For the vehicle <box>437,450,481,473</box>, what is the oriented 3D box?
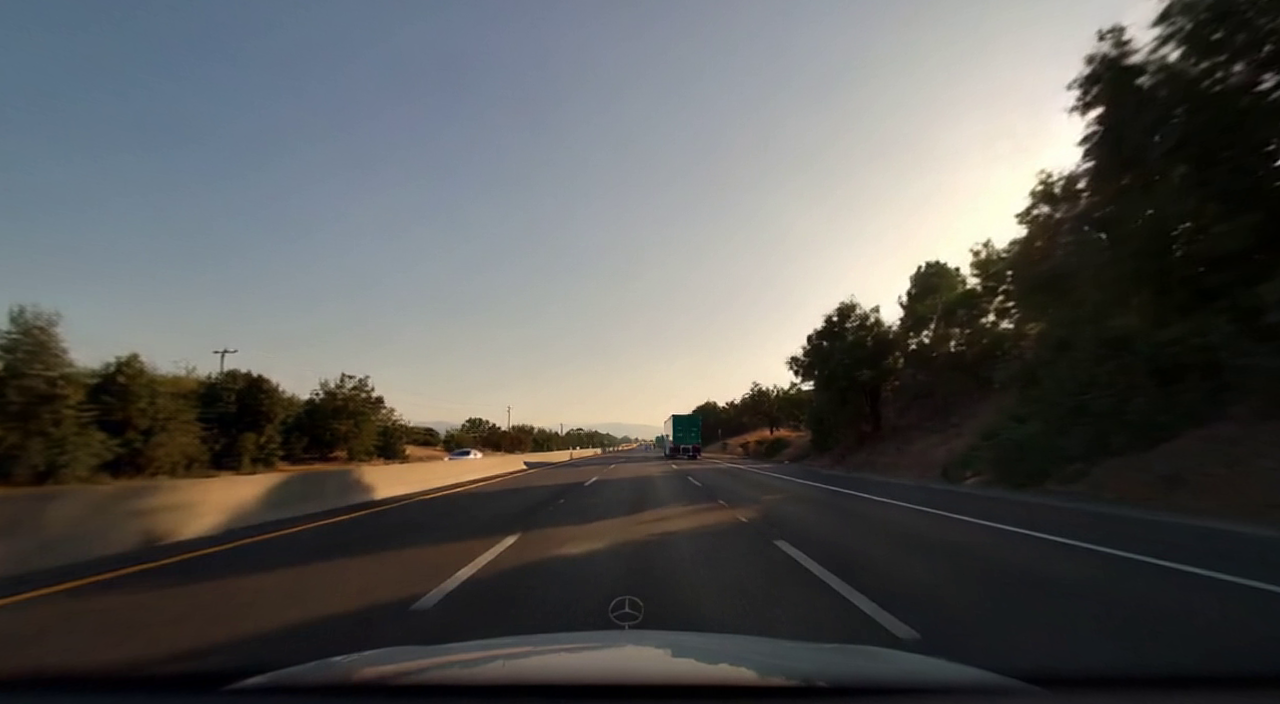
[{"bbox_3d":[-12.620,7.653,44.037,1.860,1.528,4.016,0,-8,0],"label":"vehicle"}]
